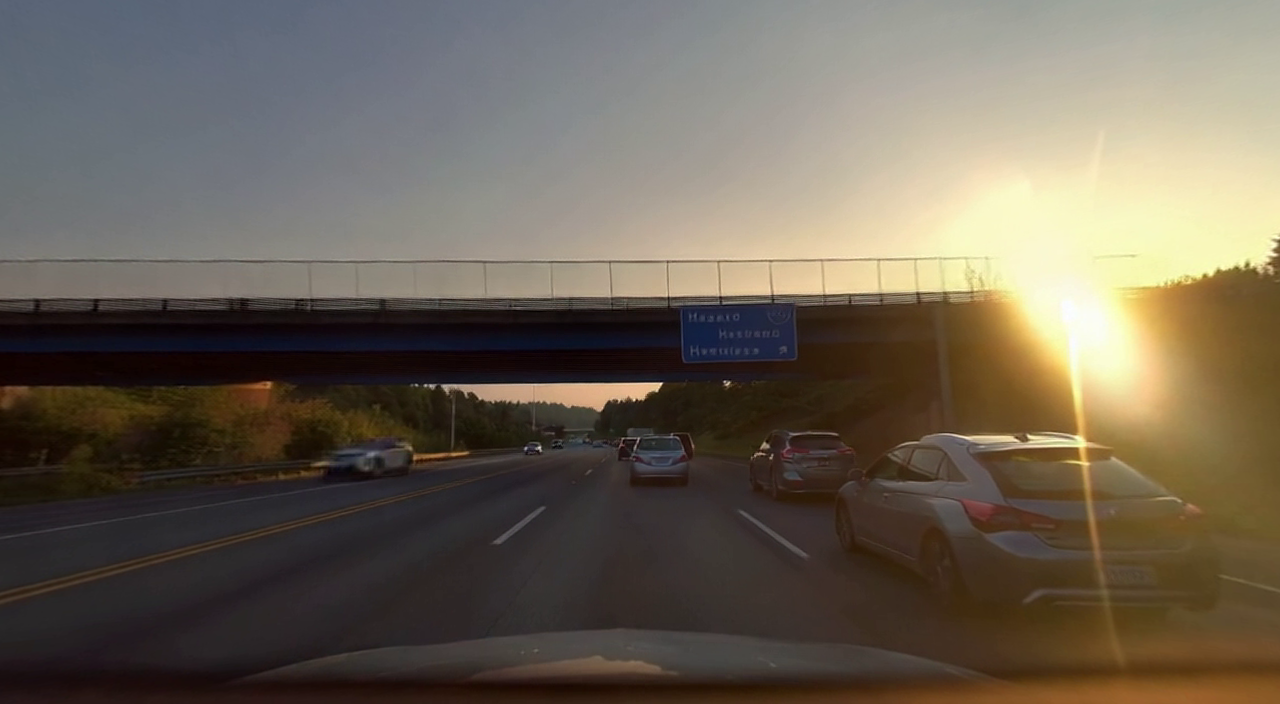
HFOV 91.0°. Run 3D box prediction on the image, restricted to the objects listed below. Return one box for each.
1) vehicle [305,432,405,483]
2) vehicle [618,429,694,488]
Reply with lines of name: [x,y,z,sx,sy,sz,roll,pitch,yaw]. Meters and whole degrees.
vehicle: [-11.766,4.366,26.415,2.082,1.833,4.755,-2,-8,-1]
vehicle: [0.378,3.306,19.874,2.092,1.636,4.024,0,-8,-3]
